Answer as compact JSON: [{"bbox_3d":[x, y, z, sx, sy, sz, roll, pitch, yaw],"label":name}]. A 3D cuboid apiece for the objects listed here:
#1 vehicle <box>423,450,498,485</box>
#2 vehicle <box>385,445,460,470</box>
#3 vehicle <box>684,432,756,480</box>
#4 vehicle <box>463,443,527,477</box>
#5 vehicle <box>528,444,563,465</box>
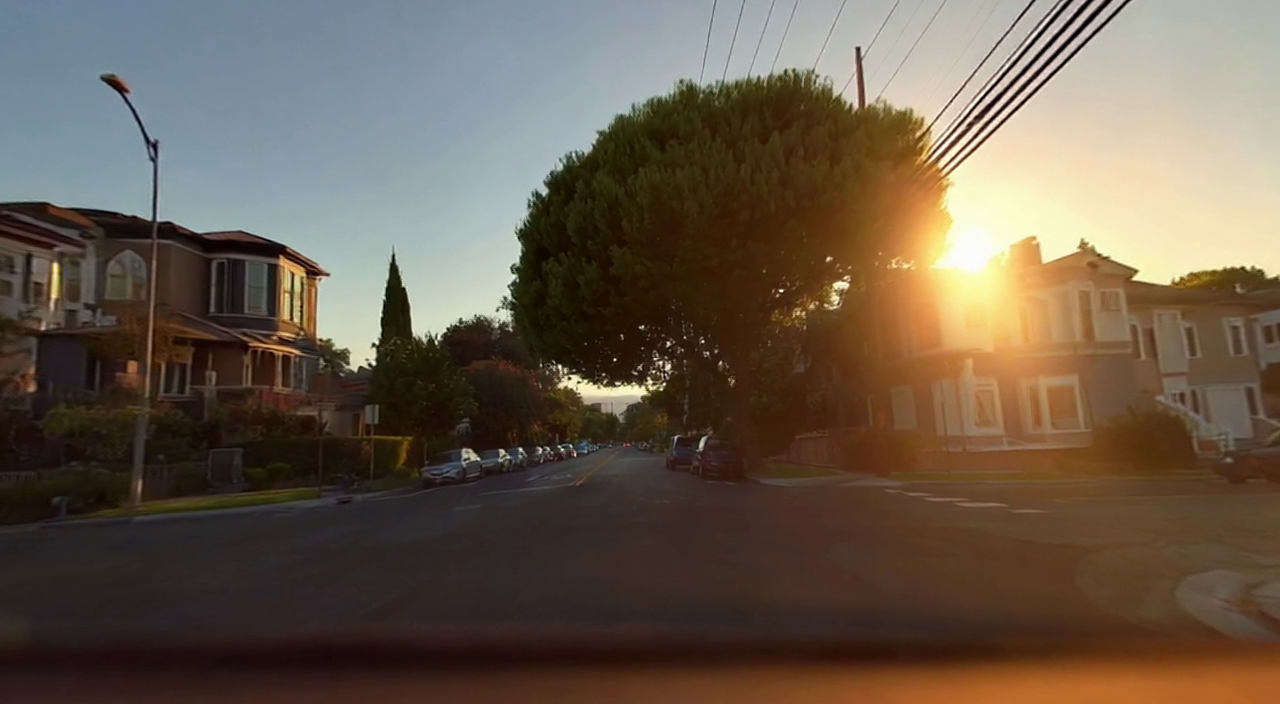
[{"bbox_3d":[-7.268,4.698,26.010,1.926,1.307,3.909,0,-9,0],"label":"vehicle"},{"bbox_3d":[-13.460,6.558,39.269,3.905,1.480,1.892,0,-9,0],"label":"vehicle"},{"bbox_3d":[3.018,4.051,24.813,2.114,1.708,4.474,0,-8,-1],"label":"vehicle"},{"bbox_3d":[-7.130,5.371,31.613,1.957,1.549,4.527,-1,-8,2],"label":"vehicle"},{"bbox_3d":[-7.102,7.718,47.861,1.914,1.508,4.653,0,-8,0],"label":"vehicle"}]
